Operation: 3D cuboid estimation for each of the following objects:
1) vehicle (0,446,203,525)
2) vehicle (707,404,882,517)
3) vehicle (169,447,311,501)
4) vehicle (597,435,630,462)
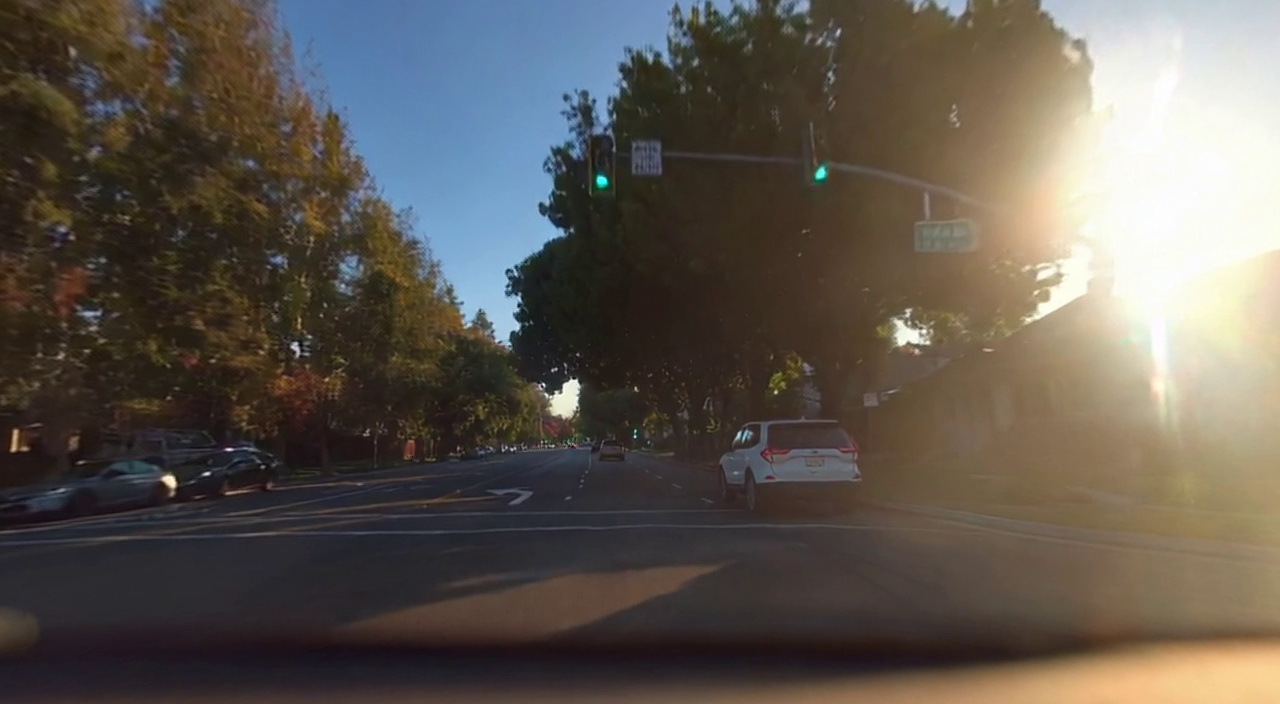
[{"bbox_3d":[-13.141,3.091,15.109,1.955,1.509,4.640,-3,-8,1],"label":"vehicle"},{"bbox_3d":[3.146,2.373,14.457,2.338,2.063,5.592,1,-8,-3],"label":"vehicle"},{"bbox_3d":[-13.050,3.960,20.979,1.965,1.416,4.613,-3,-8,-3],"label":"vehicle"},{"bbox_3d":[-1.859,6.594,43.379,2.138,1.729,4.178,1,-8,-4],"label":"vehicle"}]
